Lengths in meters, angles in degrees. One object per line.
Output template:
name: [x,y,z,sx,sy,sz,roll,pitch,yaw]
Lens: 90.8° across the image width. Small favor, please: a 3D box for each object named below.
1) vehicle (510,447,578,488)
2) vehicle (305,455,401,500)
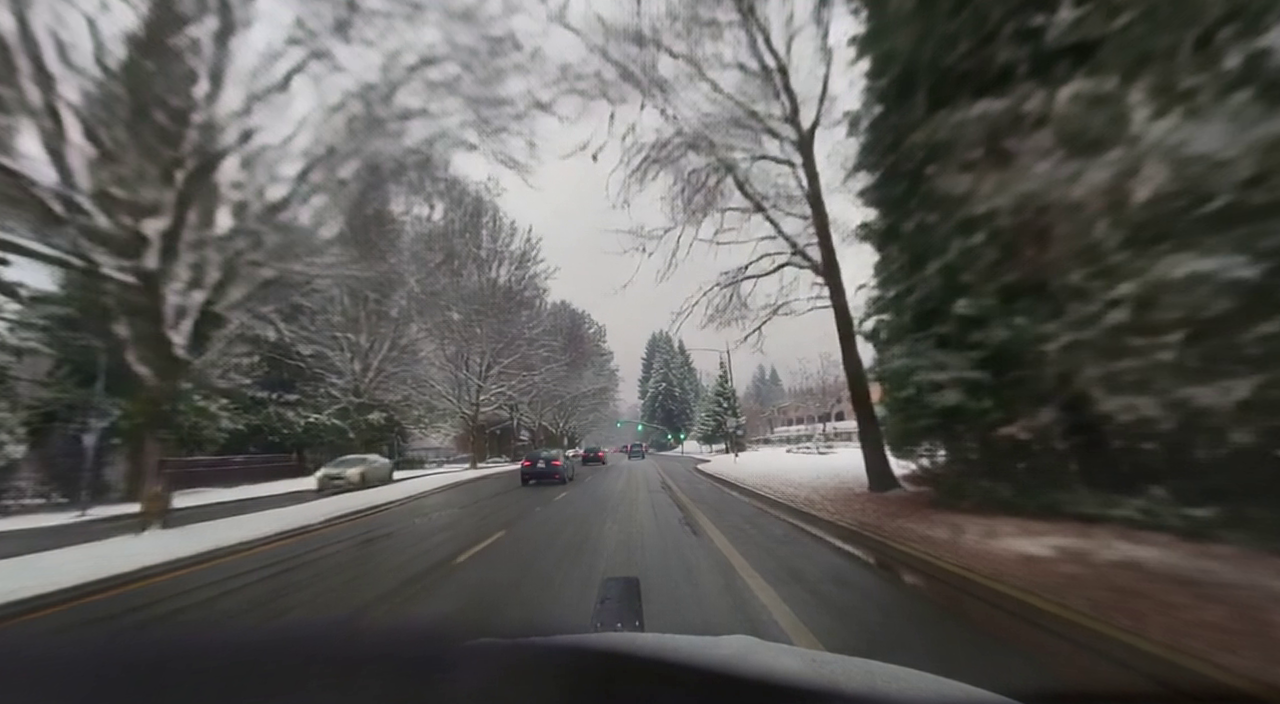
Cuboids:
vehicle: [-3.622,4.408,24.527,1.932,1.431,4.144,0,-9,1]
vehicle: [-11.899,5.192,26.546,1.988,1.660,4.317,0,-9,0]
